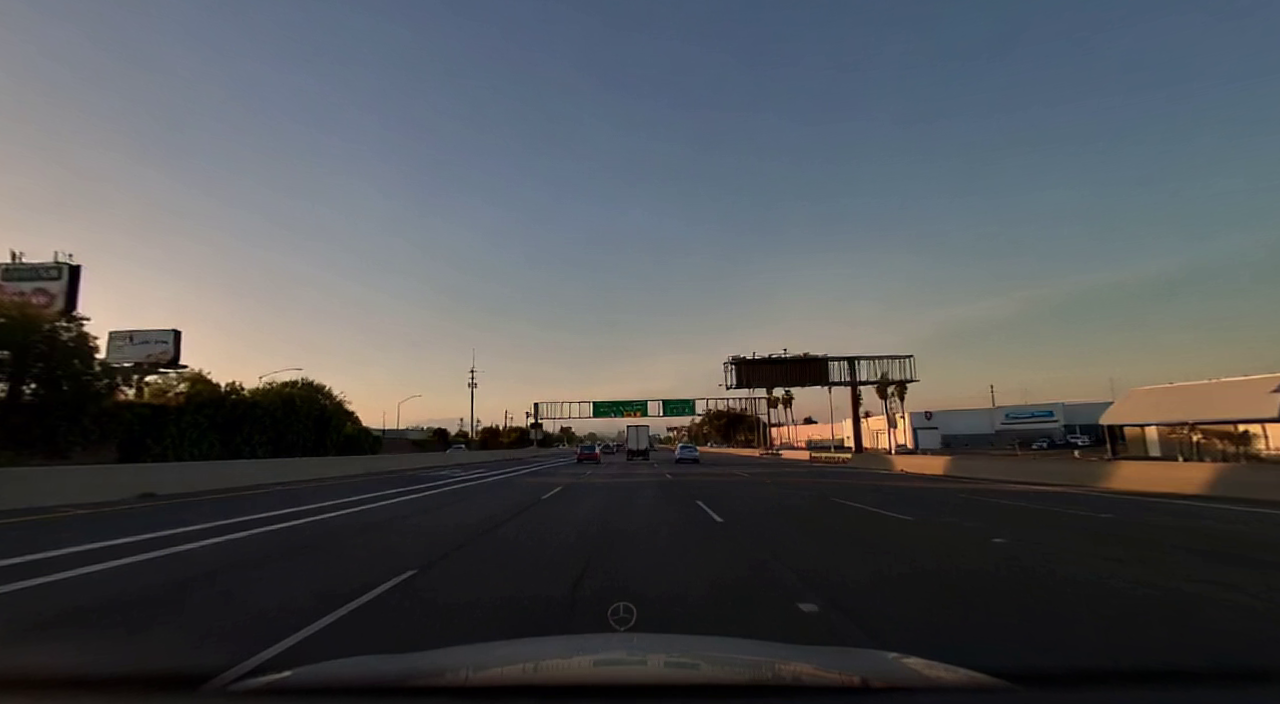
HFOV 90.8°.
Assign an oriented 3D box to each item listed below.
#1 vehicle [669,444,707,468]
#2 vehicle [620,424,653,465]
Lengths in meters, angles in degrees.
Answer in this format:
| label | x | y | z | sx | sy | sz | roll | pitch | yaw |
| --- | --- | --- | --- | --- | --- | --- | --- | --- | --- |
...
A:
| label | x | y | z | sx | sy | sz | roll | pitch | yaw |
| --- | --- | --- | --- | --- | --- | --- | --- | --- | --- |
| vehicle | 3.070 | 6.716 | 40.977 | 2.049 | 1.485 | 4.106 | 0 | -8 | -1 |
| vehicle | -0.315 | 7.193 | 49.106 | 2.364 | 2.953 | 6.495 | 0 | -8 | -1 |
